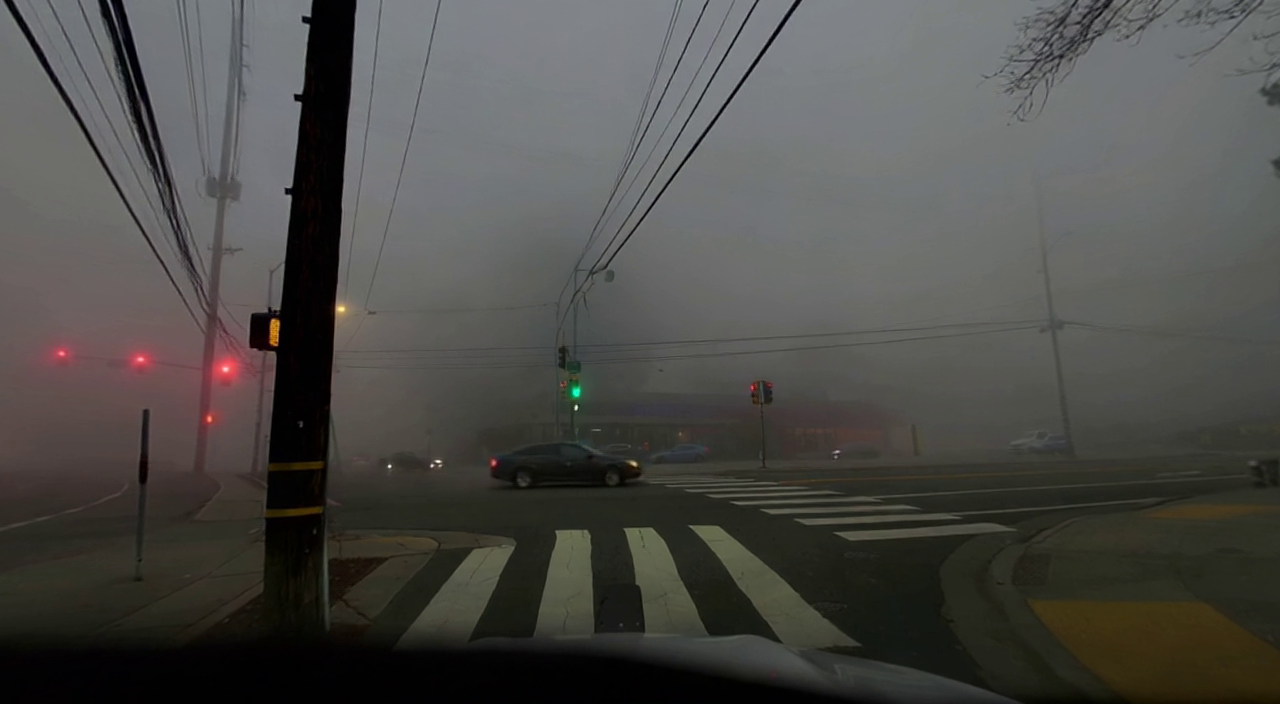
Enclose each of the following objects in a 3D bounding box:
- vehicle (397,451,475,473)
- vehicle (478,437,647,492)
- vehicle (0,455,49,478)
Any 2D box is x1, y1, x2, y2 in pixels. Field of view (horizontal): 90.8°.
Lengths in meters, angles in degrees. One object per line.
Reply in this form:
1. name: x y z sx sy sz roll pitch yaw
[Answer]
1. vehicle: -13.905 7.476 43.120 4.837 1.407 1.818 4 -9 -26
2. vehicle: -2.254 3.303 18.795 4.700 1.479 2.095 1 -8 -7
3. vehicle: -44.671 8.132 45.208 2.058 1.487 4.660 4 -9 -26
